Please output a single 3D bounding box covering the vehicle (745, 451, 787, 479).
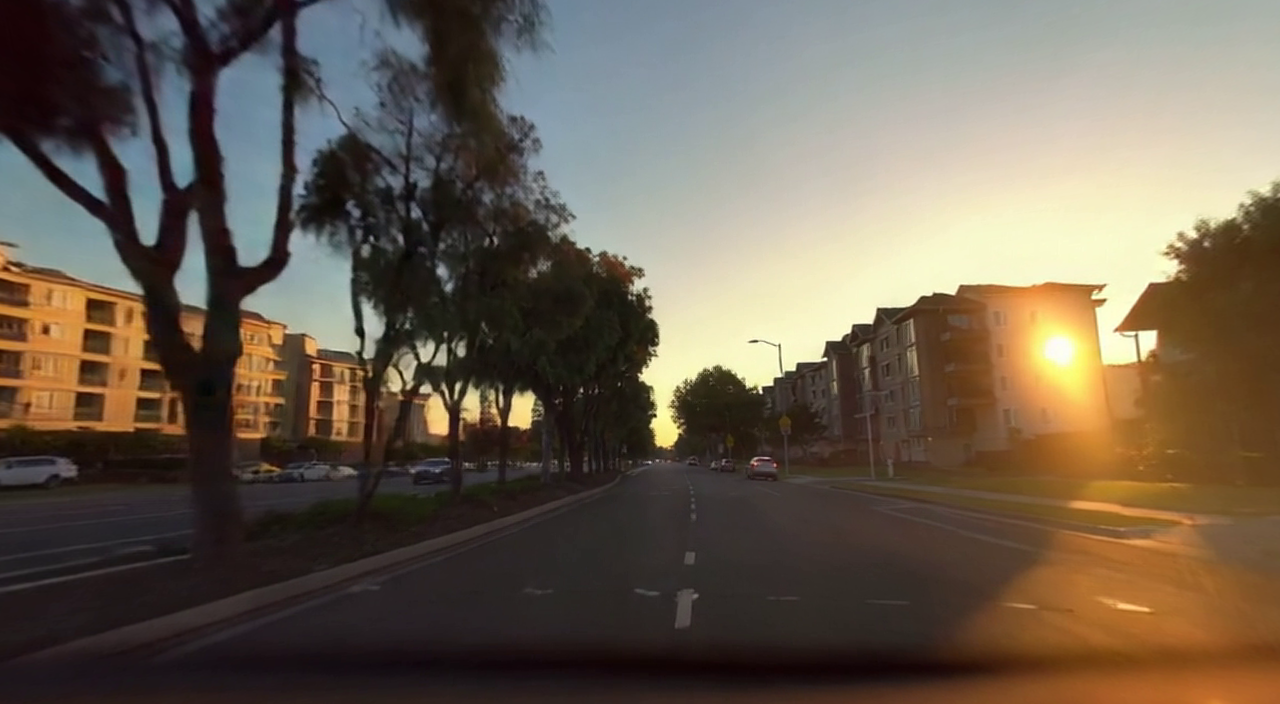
[{"bbox_3d":[9.071,8.155,45.763,2.241,1.877,4.810,-1,-9,2],"label":"vehicle"}]

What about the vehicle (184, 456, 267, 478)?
[{"bbox_3d":[-31.193,8.628,47.397,4.818,1.567,2.023,8,-13,-42],"label":"vehicle"}]

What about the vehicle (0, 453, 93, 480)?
[{"bbox_3d":[-38.048,7.332,40.351,4.334,1.686,1.925,-2,-9,9],"label":"vehicle"}]
